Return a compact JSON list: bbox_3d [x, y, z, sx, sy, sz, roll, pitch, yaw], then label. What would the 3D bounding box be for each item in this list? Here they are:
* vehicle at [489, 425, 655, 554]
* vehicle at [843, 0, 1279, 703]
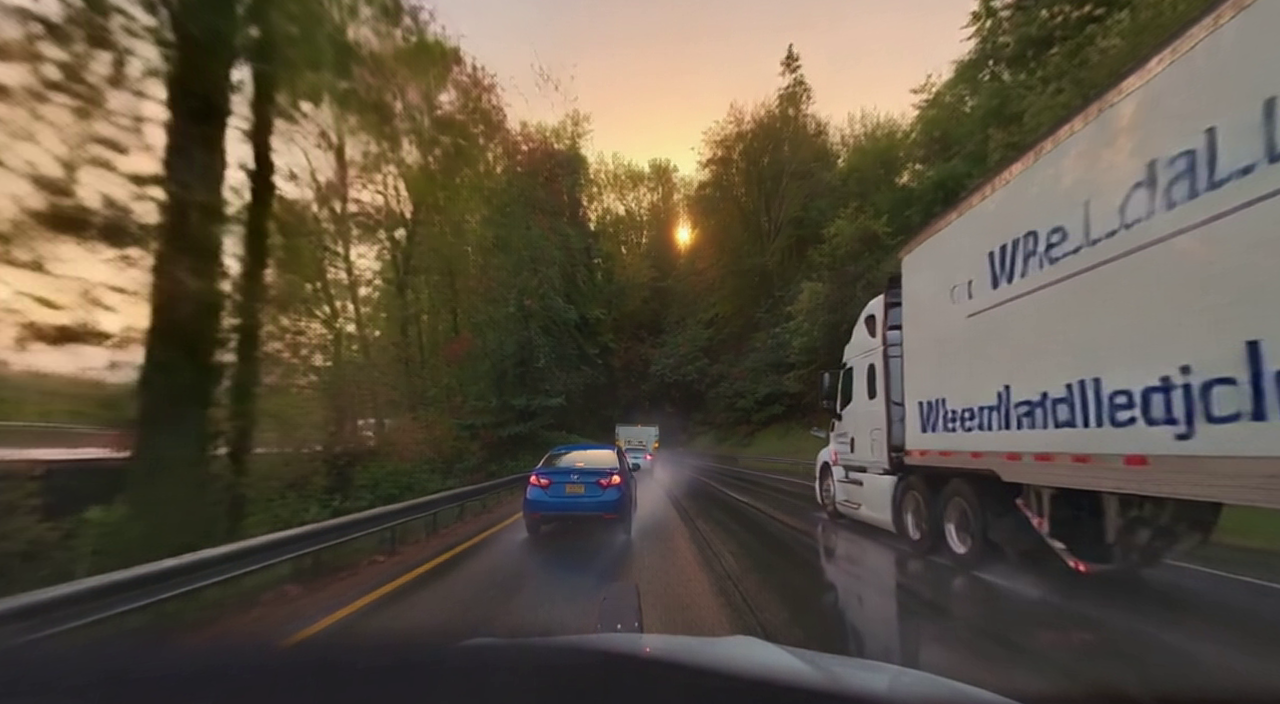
[{"bbox_3d":[-0.809,2.004,9.761,2.038,1.582,3.729,-1,-9,2],"label":"vehicle"},{"bbox_3d":[4.873,-0.127,3.381,2.825,4.043,14.051,0,-9,0],"label":"vehicle"}]
